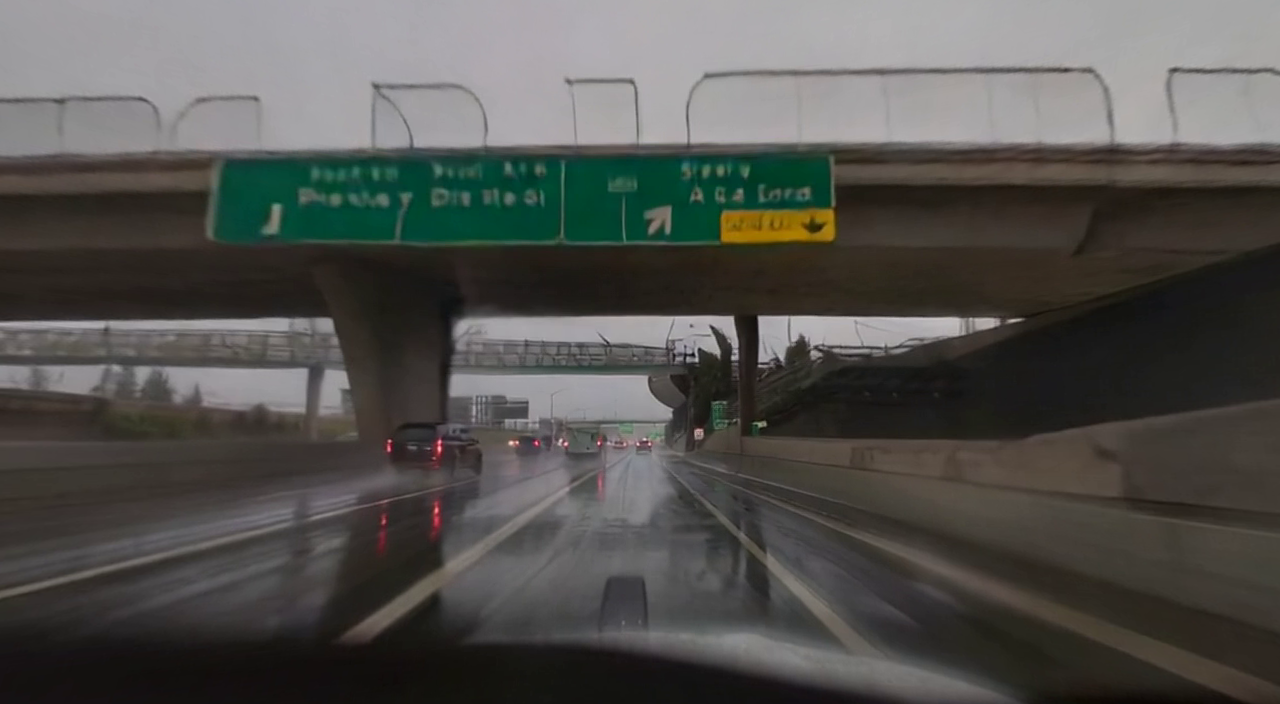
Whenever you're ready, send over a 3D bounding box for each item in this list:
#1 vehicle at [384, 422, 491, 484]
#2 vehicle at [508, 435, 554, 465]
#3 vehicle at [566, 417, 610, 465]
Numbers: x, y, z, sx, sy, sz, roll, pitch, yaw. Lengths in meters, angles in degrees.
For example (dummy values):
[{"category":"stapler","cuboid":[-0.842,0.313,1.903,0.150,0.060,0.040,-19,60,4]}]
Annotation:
[{"category":"vehicle","cuboid":[-7.040,3.575,22.470,2.179,1.948,4.618,0,-8,1]},{"category":"vehicle","cuboid":[-6.925,6.266,40.403,2.109,1.784,4.709,0,-8,1]},{"category":"vehicle","cuboid":[-3.254,5.778,40.710,2.301,2.843,6.458,0,-8,0]}]
